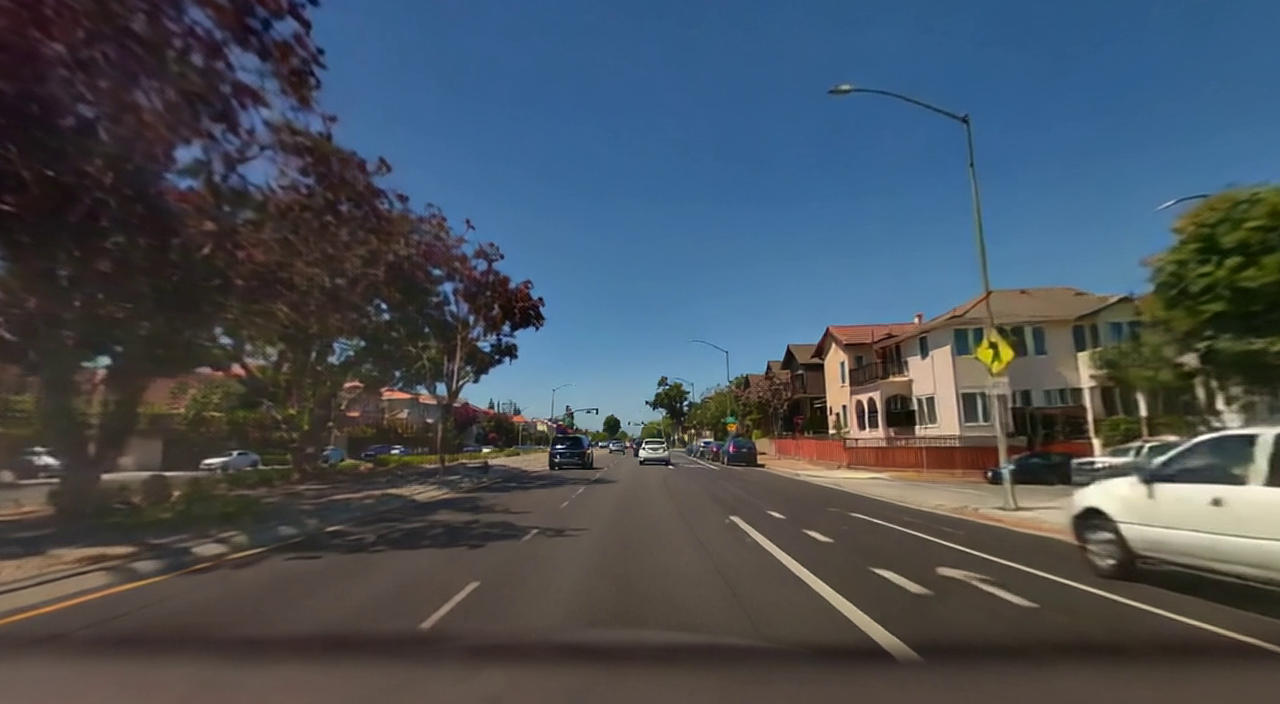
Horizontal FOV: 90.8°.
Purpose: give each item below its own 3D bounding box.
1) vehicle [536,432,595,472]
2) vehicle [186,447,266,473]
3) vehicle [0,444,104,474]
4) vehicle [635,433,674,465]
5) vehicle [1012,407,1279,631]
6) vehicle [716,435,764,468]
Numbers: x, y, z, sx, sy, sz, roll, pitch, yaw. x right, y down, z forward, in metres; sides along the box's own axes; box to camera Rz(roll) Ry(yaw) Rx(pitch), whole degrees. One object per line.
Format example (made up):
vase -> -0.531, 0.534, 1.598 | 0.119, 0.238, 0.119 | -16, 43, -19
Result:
vehicle -> -3.449, 4.740, 30.070 | 2.233, 1.775, 4.491 | 0, -8, 0
vehicle -> -25.467, 6.641, 39.089 | 1.839, 1.463, 4.705 | 0, -8, -1
vehicle -> -30.956, 5.580, 33.099 | 4.068, 1.522, 1.726 | 0, -9, -1
vehicle -> 0.838, 6.073, 39.737 | 2.273, 1.851, 5.075 | 0, -8, -1
vehicle -> 5.965, 1.431, 5.834 | 2.032, 1.713, 4.932 | 0, -9, 0
vehicle -> 5.988, 6.037, 38.408 | 2.154, 1.824, 4.782 | 0, -8, 0
